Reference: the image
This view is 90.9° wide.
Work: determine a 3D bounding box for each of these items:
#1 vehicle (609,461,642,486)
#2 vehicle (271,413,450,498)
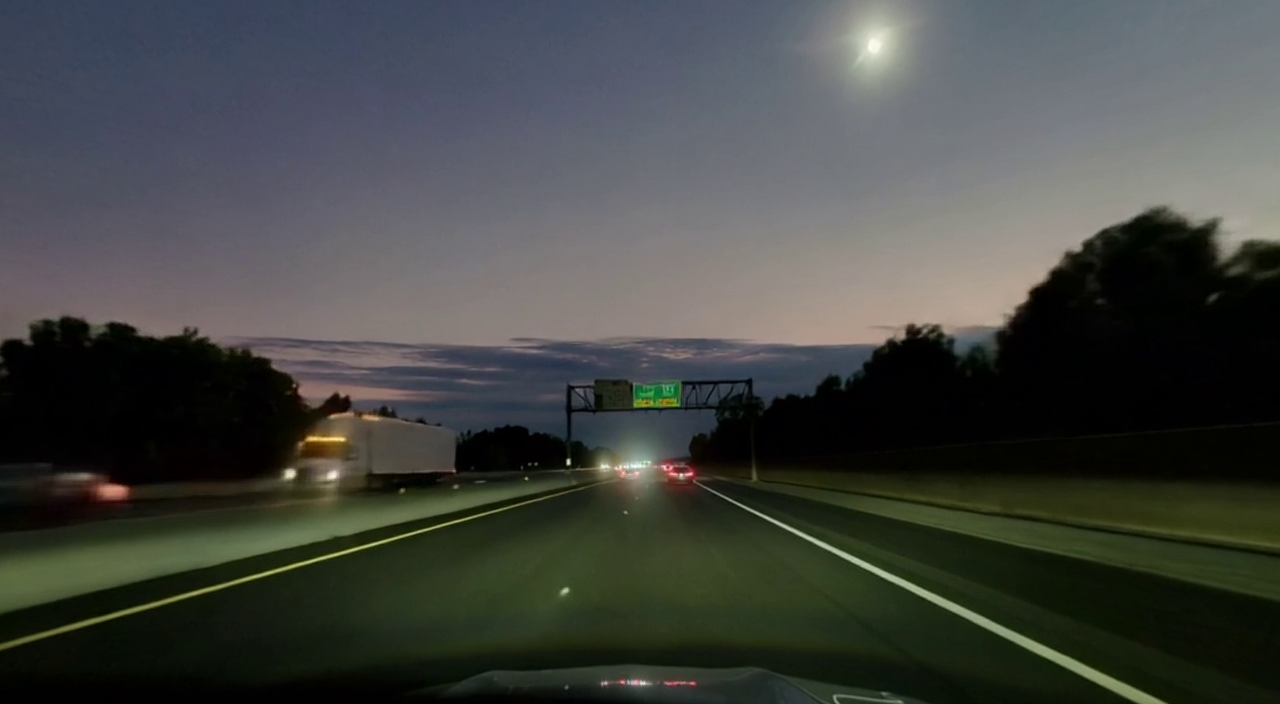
[{"bbox_3d":[-1.023,9.225,47.845,2.160,1.721,4.368,0,-10,3],"label":"vehicle"},{"bbox_3d":[-15.177,6.162,36.679,2.896,3.861,14.932,0,-11,3],"label":"vehicle"}]
